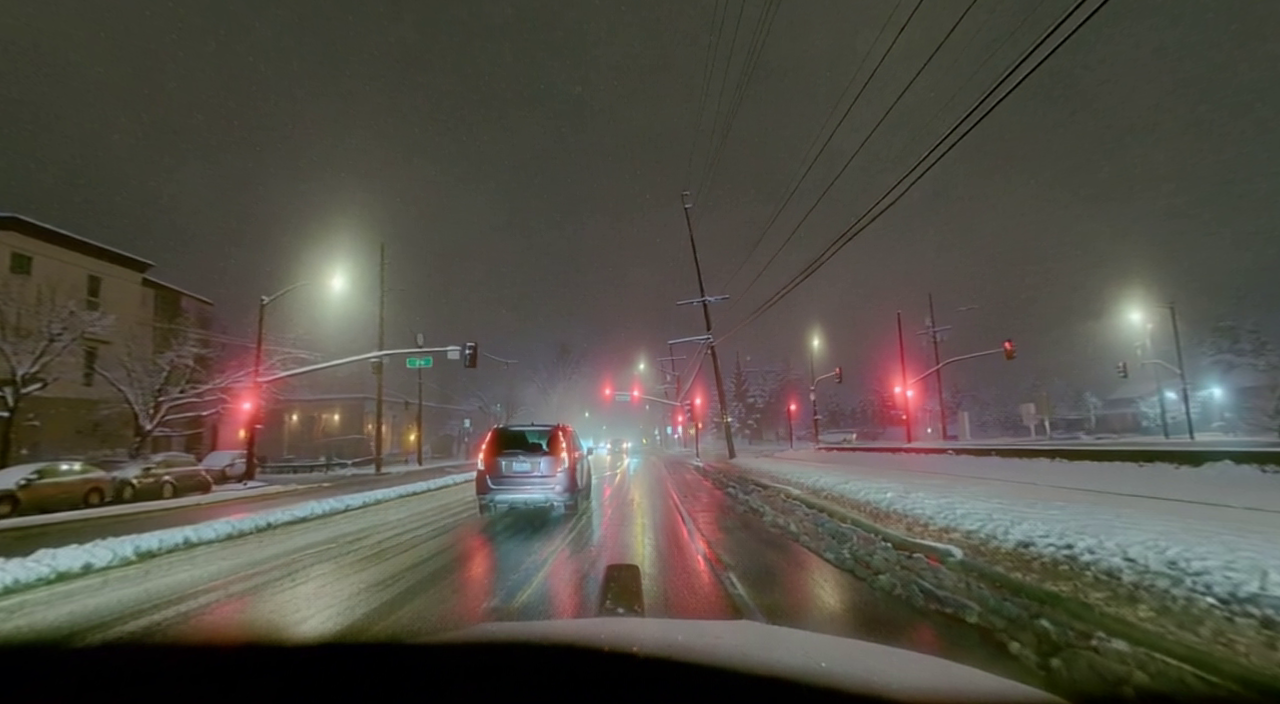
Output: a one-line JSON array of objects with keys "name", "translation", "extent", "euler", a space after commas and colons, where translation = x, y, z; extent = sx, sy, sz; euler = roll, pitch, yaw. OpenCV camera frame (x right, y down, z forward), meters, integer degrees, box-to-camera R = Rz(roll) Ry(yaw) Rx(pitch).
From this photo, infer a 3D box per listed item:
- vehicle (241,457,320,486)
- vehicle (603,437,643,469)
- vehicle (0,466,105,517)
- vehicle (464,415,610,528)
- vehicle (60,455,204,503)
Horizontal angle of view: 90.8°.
[{"name": "vehicle", "translation": [-20.130, 6.678, 35.590], "extent": [1.826, 1.430, 4.426], "euler": [0, -9, 0]}, {"name": "vehicle", "translation": [-0.927, 5.777, 36.235], "extent": [2.144, 1.681, 3.855], "euler": [0, -9, 0]}, {"name": "vehicle", "translation": [-20.203, 4.490, 20.533], "extent": [1.790, 1.415, 4.450], "euler": [0, -9, -2]}, {"name": "vehicle", "translation": [-1.712, 2.191, 12.012], "extent": [2.022, 1.757, 4.041], "euler": [0, -9, 1]}, {"name": "vehicle", "translation": [-20.121, 5.012, 25.333], "extent": [1.989, 1.689, 4.388], "euler": [0, -9, 2]}]
